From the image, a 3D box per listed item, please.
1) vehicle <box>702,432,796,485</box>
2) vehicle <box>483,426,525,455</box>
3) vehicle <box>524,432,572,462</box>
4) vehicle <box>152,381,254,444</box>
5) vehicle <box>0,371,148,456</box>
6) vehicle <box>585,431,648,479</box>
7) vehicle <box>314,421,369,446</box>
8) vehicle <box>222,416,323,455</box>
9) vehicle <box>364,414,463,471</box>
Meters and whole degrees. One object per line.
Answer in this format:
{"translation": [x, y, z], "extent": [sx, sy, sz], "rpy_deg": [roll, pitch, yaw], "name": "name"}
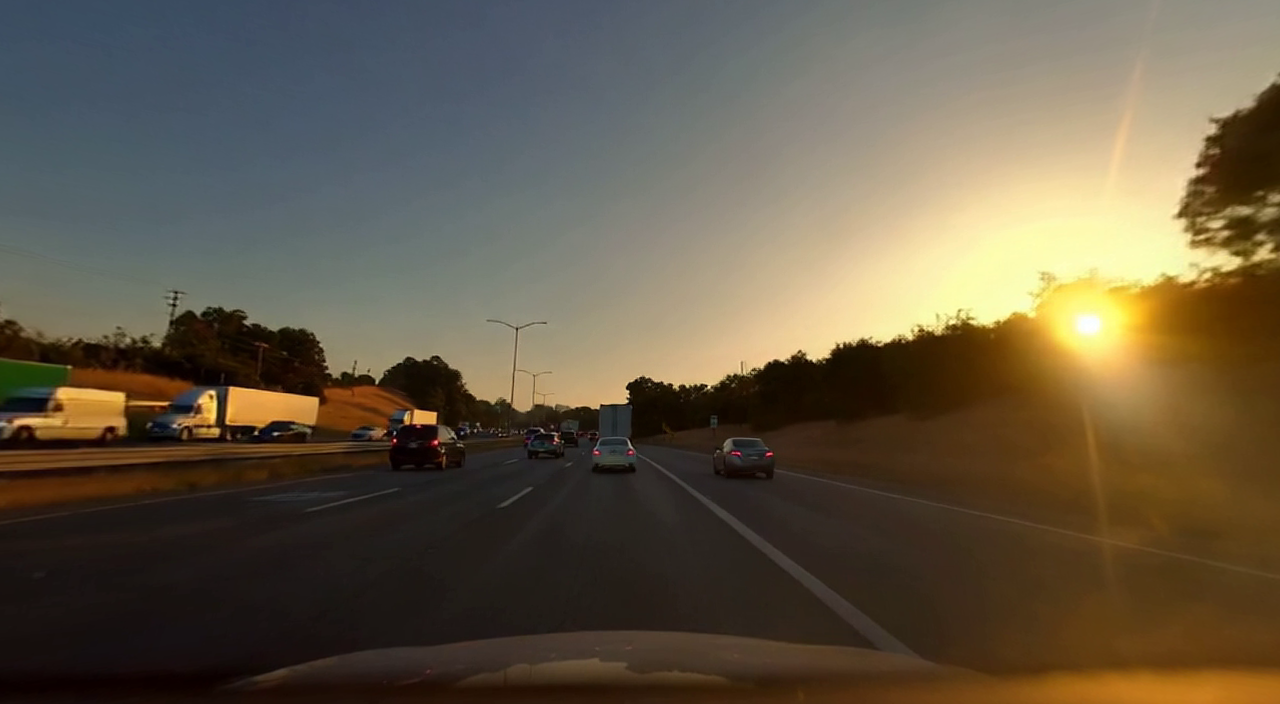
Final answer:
{"translation": [3.337, 3.328, 20.127], "extent": [1.981, 1.474, 4.396], "rpy_deg": [0, -8, -3], "name": "vehicle"}
{"translation": [-9.266, 6.072, 43.125], "extent": [1.992, 1.838, 4.493], "rpy_deg": [0, -8, -2], "name": "vehicle"}
{"translation": [-4.832, 5.051, 33.596], "extent": [2.046, 1.493, 4.384], "rpy_deg": [0, -8, -2], "name": "vehicle"}
{"translation": [-28.722, 4.099, 41.645], "extent": [2.908, 3.868, 5.411], "rpy_deg": [0, -8, -3], "name": "vehicle"}
{"translation": [-19.342, 2.083, 20.508], "extent": [2.297, 2.410, 5.389], "rpy_deg": [0, -8, -2], "name": "vehicle"}
{"translation": [-0.796, 3.451, 21.478], "extent": [1.980, 1.478, 3.758], "rpy_deg": [0, -8, -2], "name": "vehicle"}
{"translation": [-20.395, 5.594, 43.100], "extent": [1.831, 1.575, 4.218], "rpy_deg": [0, -8, -3], "name": "vehicle"}
{"translation": [-15.707, 3.610, 27.171], "extent": [1.977, 1.542, 4.157], "rpy_deg": [0, -8, -3], "name": "vehicle"}
{"translation": [-8.530, 3.455, 24.212], "extent": [2.158, 1.943, 4.662], "rpy_deg": [0, -8, -1], "name": "vehicle"}
